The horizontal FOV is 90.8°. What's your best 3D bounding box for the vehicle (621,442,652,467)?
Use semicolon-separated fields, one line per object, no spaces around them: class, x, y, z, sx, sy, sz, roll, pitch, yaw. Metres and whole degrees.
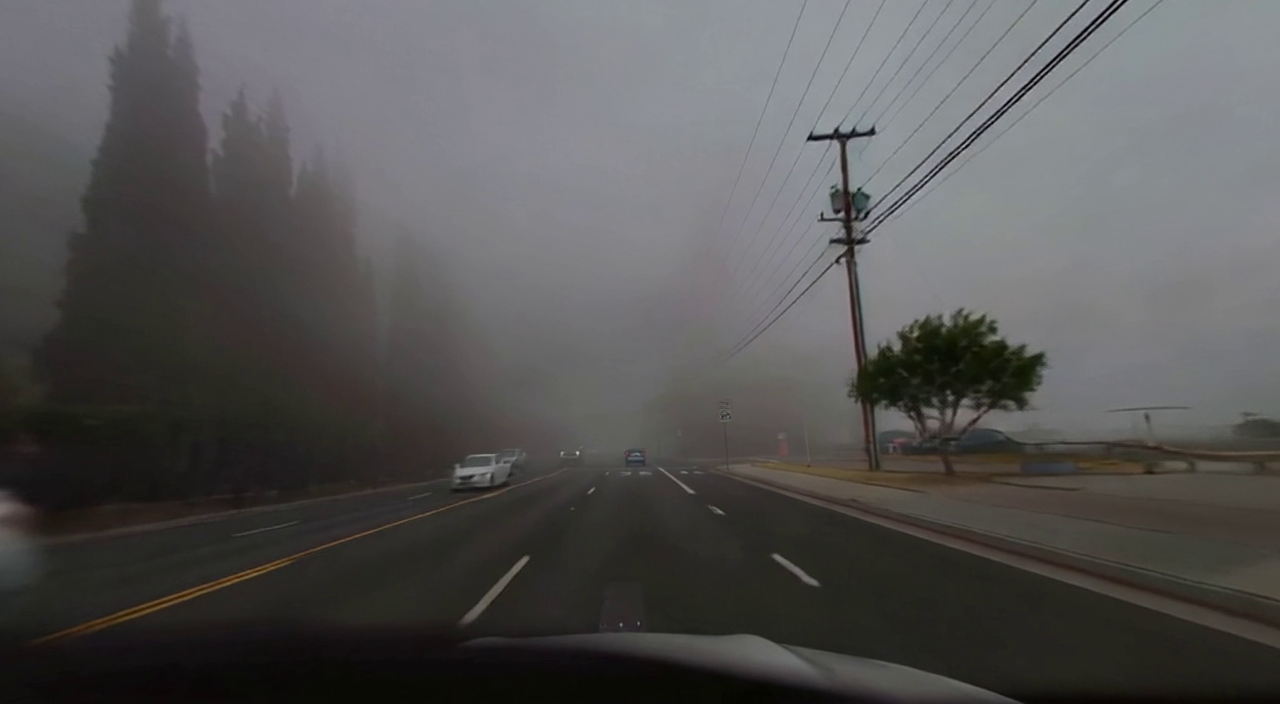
vehicle;-0.327;7.522;46.478;2.163;1.746;4.073;0;-8;-2

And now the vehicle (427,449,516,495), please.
vehicle;-5.908;4.245;22.779;2.030;1.445;4.321;-1;-8;0
